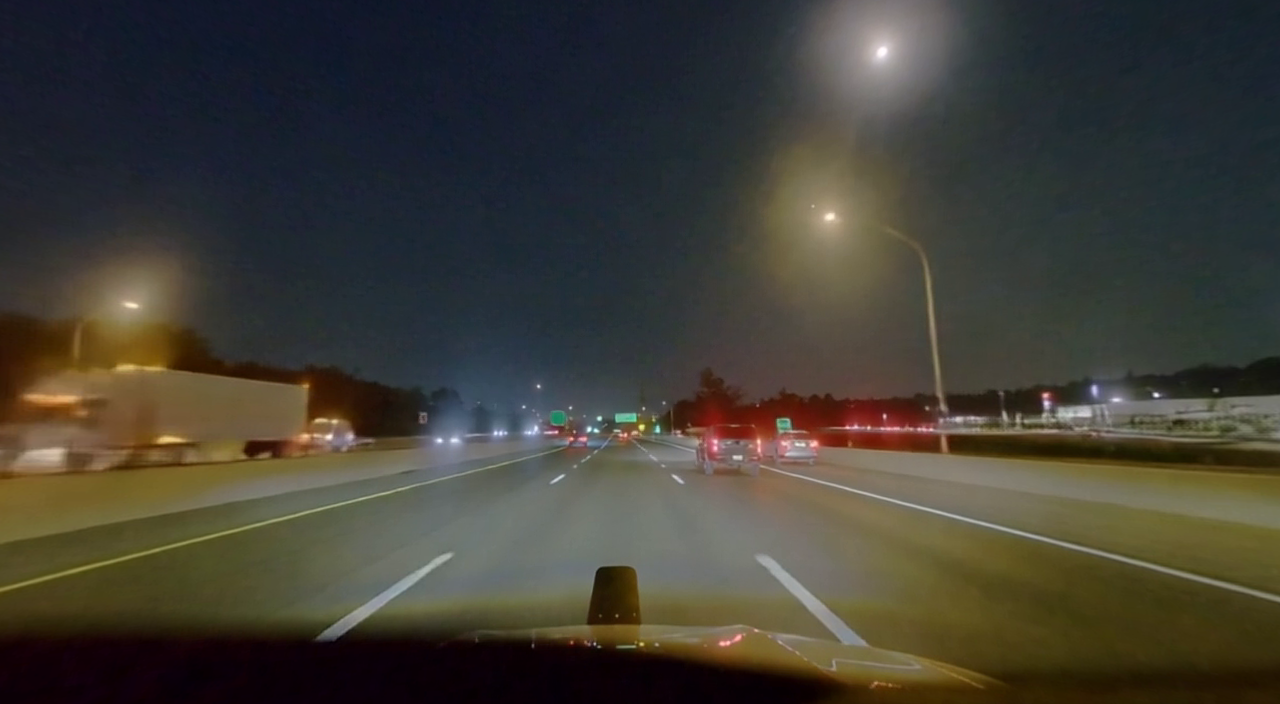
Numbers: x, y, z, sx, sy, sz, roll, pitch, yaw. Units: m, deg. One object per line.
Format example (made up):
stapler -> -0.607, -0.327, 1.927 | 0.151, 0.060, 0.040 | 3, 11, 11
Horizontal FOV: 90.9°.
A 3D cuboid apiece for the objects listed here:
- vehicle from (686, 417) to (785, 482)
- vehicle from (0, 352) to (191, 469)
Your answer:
vehicle -> 2.589, 2.759, 18.192 | 2.022, 1.637, 4.229 | 0, -8, -2
vehicle -> -21.109, 2.367, 24.355 | 3.001, 3.983, 5.879 | 0, -8, -1
